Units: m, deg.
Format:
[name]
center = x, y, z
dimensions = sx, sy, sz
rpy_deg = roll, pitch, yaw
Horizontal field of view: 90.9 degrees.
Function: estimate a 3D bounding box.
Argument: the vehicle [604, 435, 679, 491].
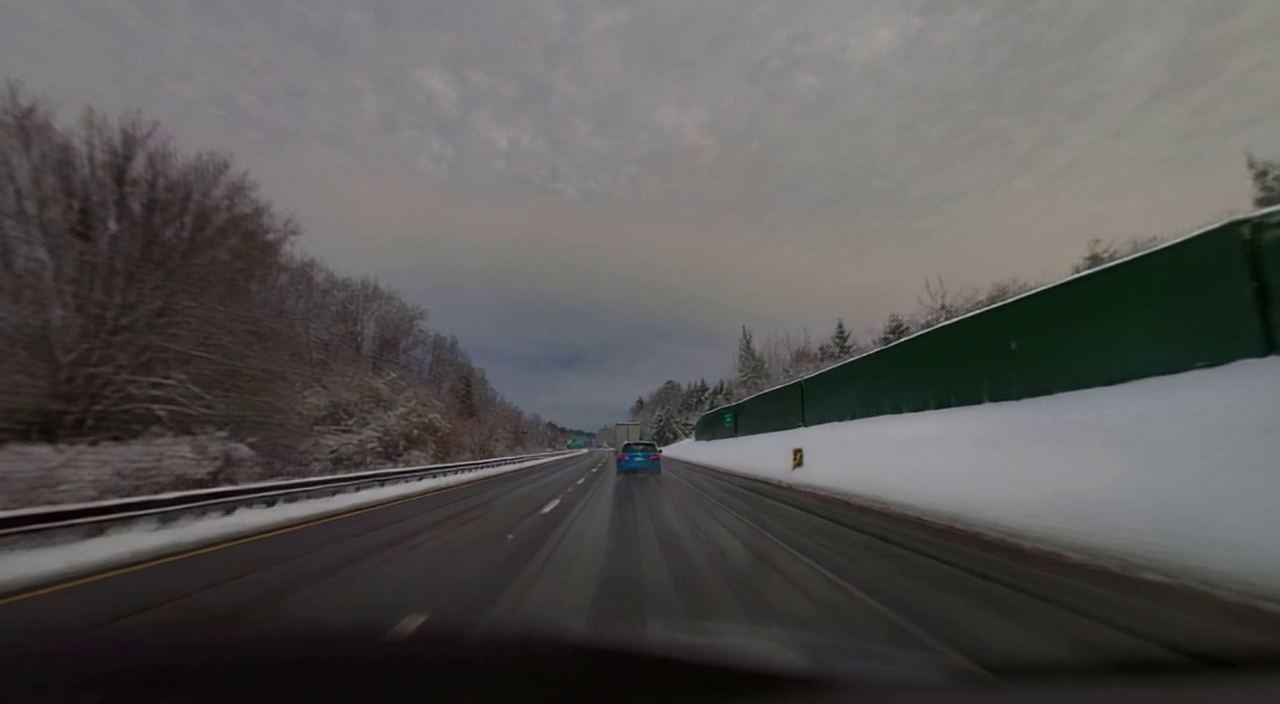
[vehicle]
center = -0.006, 3.345, 19.332
dimensions = 2.057, 1.516, 4.065
rpy_deg = 0, -8, -2
